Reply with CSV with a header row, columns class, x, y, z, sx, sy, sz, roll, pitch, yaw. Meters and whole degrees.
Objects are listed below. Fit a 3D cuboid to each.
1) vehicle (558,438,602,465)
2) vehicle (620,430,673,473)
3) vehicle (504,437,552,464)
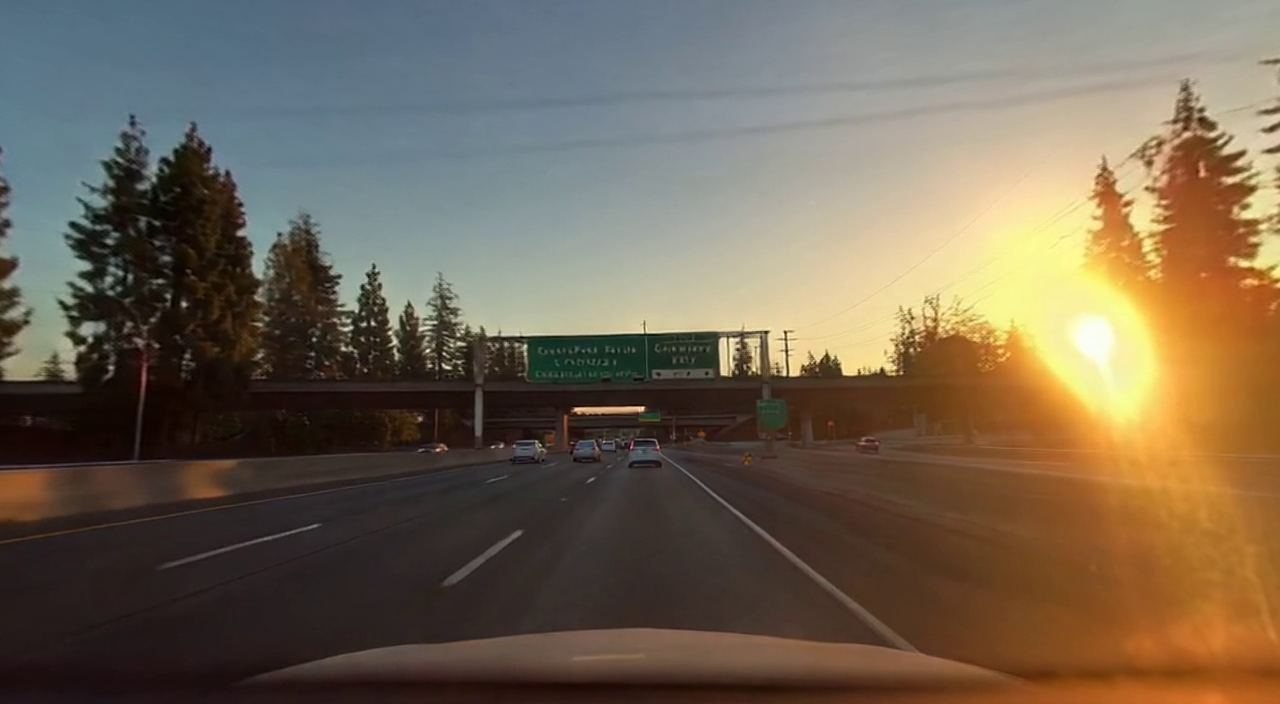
class,x,y,z,sx,sy,sz,roll,pitch,yaw
vehicle,-3.405,5.795,36.880,2.056,1.464,4.564,0,-8,1
vehicle,0.268,4.347,27.763,2.152,1.697,4.066,0,-8,0
vehicle,-7.249,6.414,41.362,2.139,1.653,4.614,0,-8,2
